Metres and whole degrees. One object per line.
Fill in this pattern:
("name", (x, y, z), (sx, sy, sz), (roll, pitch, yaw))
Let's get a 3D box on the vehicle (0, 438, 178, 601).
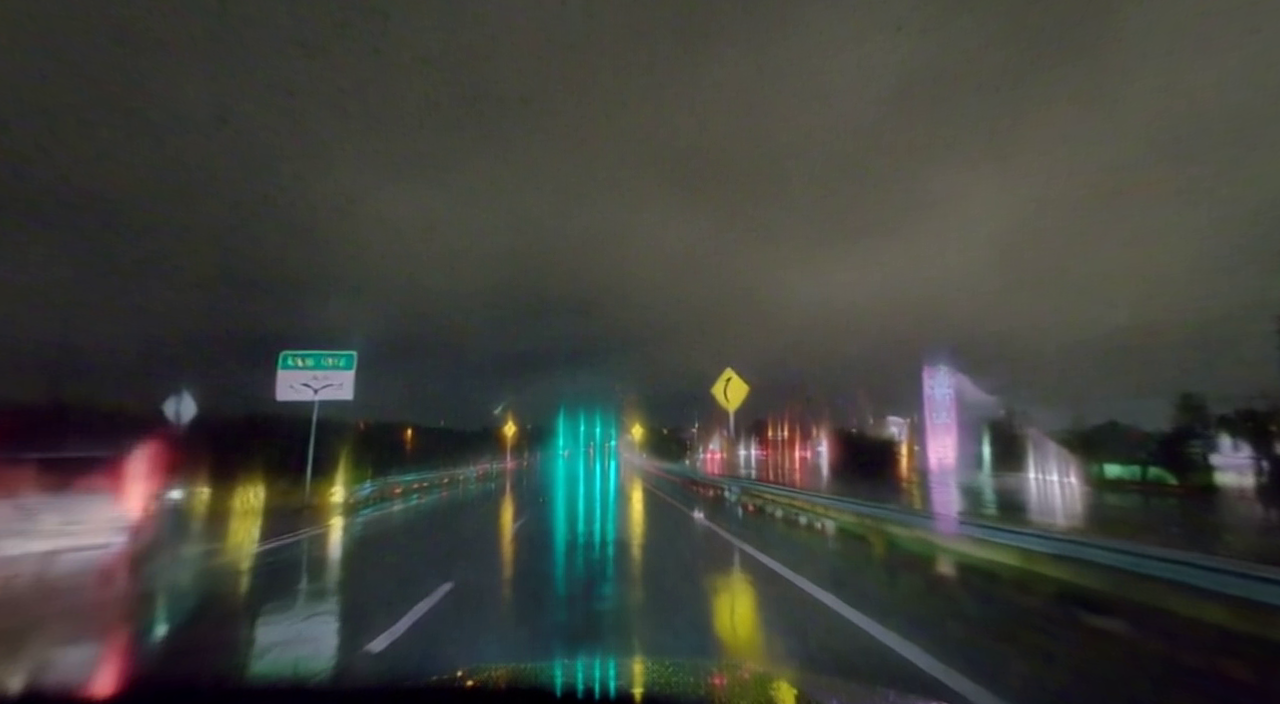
("vehicle", (-6.899, 1.814, 7.526), (2.006, 1.486, 3.950), (6, -11, -36))
